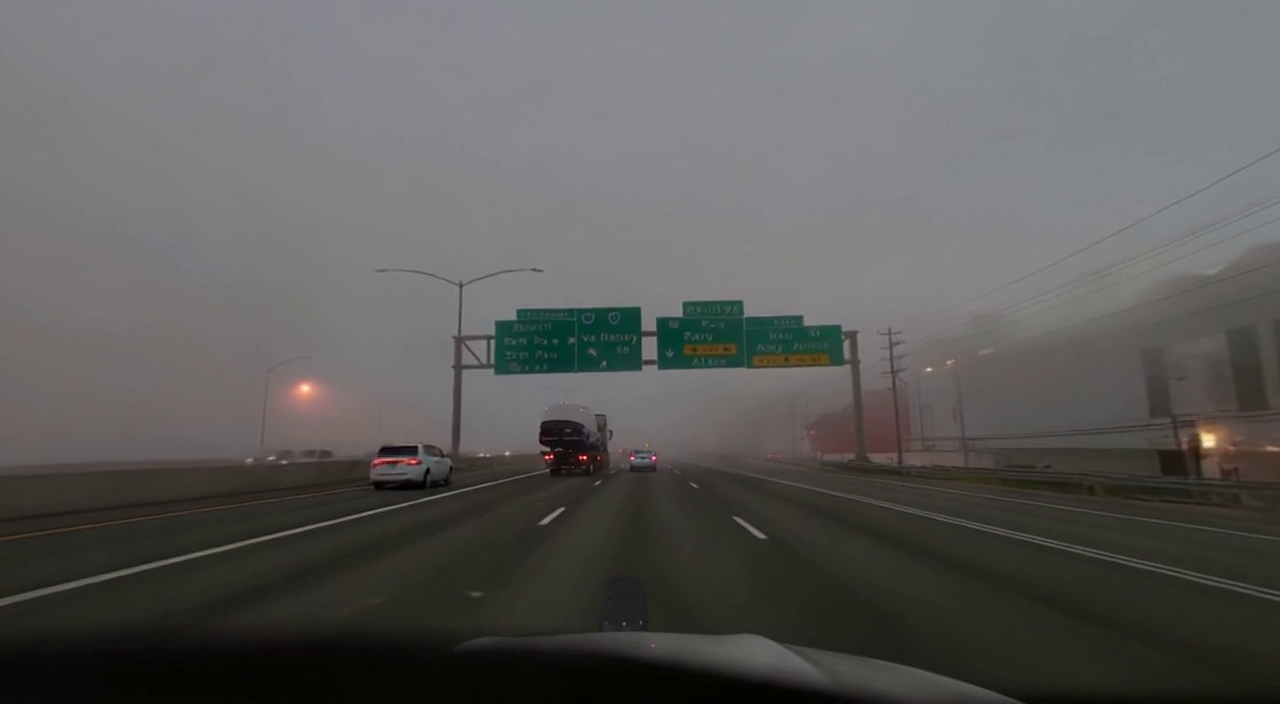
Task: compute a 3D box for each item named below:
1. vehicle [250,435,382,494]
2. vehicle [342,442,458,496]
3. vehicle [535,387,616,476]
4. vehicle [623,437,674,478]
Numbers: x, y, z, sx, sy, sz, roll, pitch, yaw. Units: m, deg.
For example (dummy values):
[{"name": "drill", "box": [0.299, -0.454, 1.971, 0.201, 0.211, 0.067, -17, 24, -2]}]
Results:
[{"name": "vehicle", "box": [-10.427, 3.627, 20.740, 1.997, 1.692, 4.294, 0, -8, 1]}, {"name": "vehicle", "box": [-7.357, 3.602, 19.851, 1.945, 1.482, 4.109, 0, -8, 2]}, {"name": "vehicle", "box": [-3.465, 5.061, 38.891, 2.888, 4.308, 16.259, 0, -8, 1]}, {"name": "vehicle", "box": [0.386, 5.129, 30.892, 2.279, 1.837, 4.747, 0, -8, 0]}]
